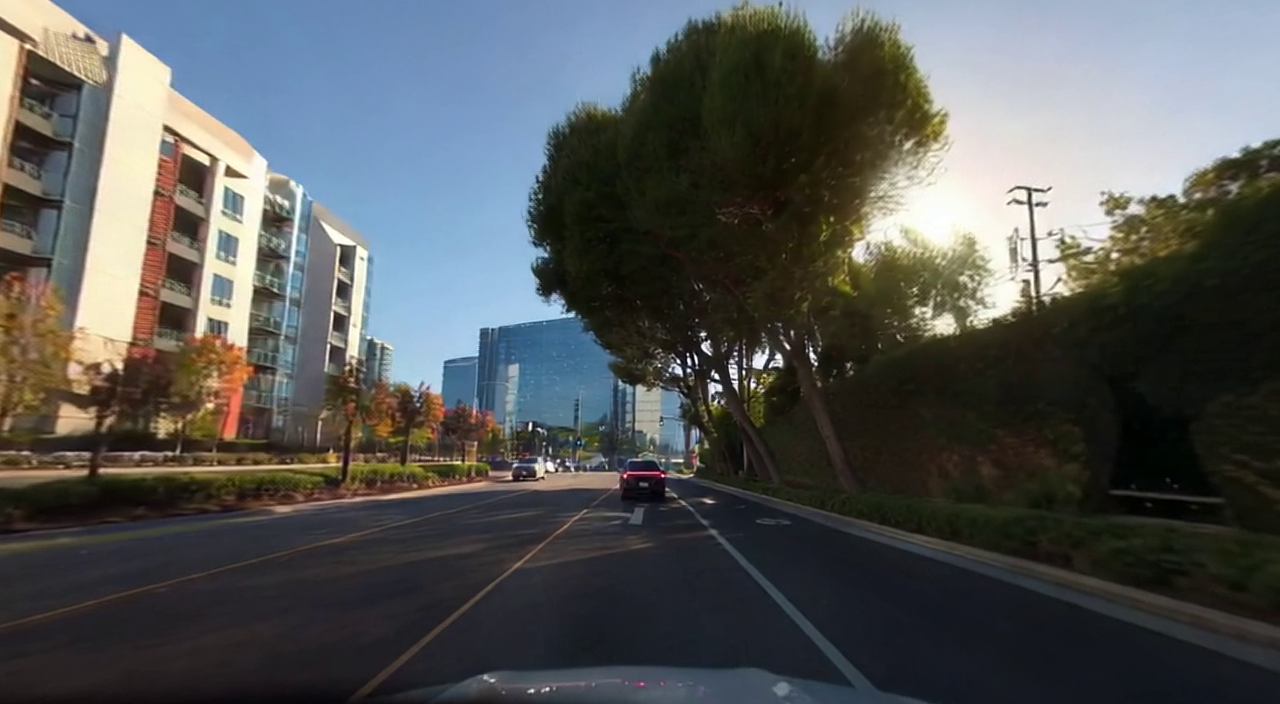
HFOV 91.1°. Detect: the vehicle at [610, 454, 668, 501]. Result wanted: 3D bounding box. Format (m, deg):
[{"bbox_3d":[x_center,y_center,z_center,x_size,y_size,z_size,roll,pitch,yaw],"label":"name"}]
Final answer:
[{"bbox_3d":[-0.006,4.915,24.714,2.067,1.629,3.858,0,-11,1],"label":"vehicle"}]
